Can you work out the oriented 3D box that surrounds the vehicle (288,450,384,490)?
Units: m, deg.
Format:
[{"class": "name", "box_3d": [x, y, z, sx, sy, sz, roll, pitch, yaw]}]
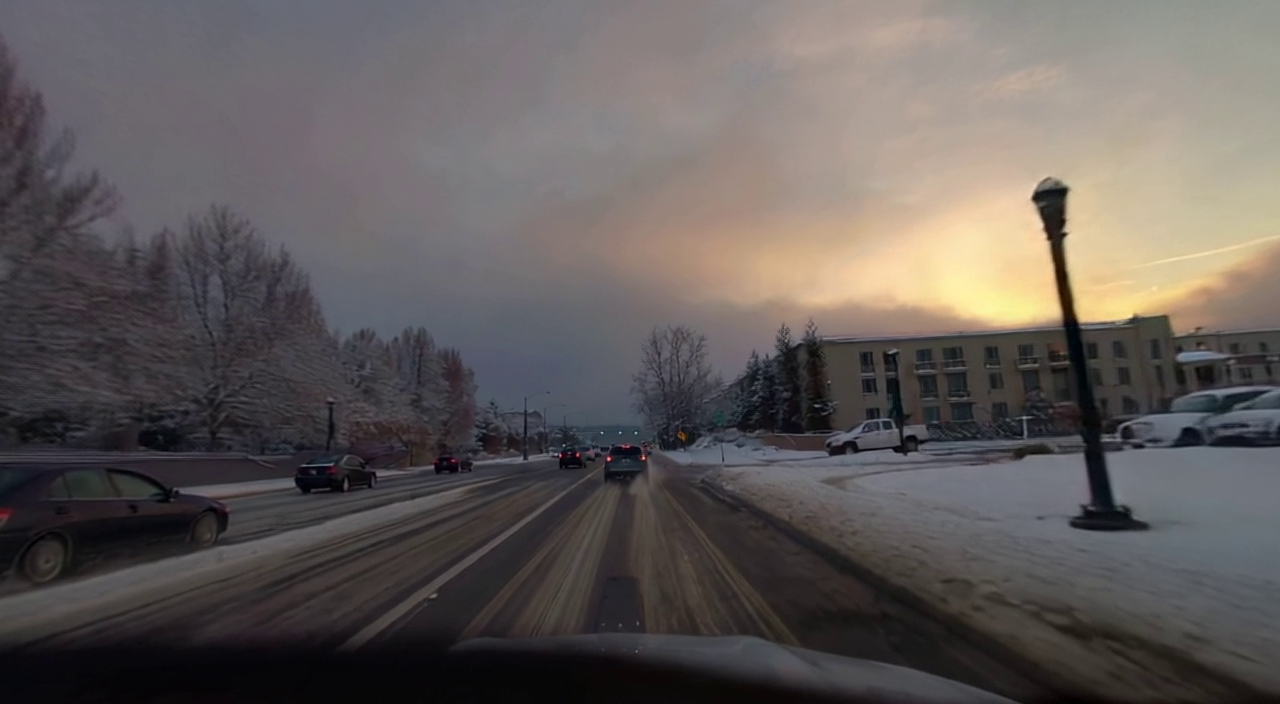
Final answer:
[{"class": "vehicle", "box_3d": [-12.699, 4.935, 26.775, 2.024, 1.484, 4.592, 1, -9, -4]}]

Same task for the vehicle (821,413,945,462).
[{"class": "vehicle", "box_3d": [12.614, 4.455, 33.135, 5.253, 2.014, 2.666, -4, -7, -5]}]

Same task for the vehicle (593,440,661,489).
[{"class": "vehicle", "box_3d": [-0.413, 3.788, 21.638, 2.099, 1.469, 4.389, 1, -9, -1]}]

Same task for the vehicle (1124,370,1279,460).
[{"class": "vehicle", "box_3d": [15.833, 1.757, 16.375, 2.395, 2.028, 5.135, 1, -9, -1]}]

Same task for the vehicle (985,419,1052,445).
[{"class": "vehicle", "box_3d": [27.751, 5.864, 46.411, 3.745, 1.450, 1.750, -5, -5, -3]}]

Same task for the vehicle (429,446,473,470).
[{"class": "vehicle", "box_3d": [-14.503, 8.164, 48.770, 2.064, 1.686, 4.380, 1, -9, -1]}]

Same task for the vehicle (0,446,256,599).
[{"class": "vehicle", "box_3d": [-7.121, 1.894, 7.778, 1.906, 1.449, 4.576, 1, -9, 0]}]
